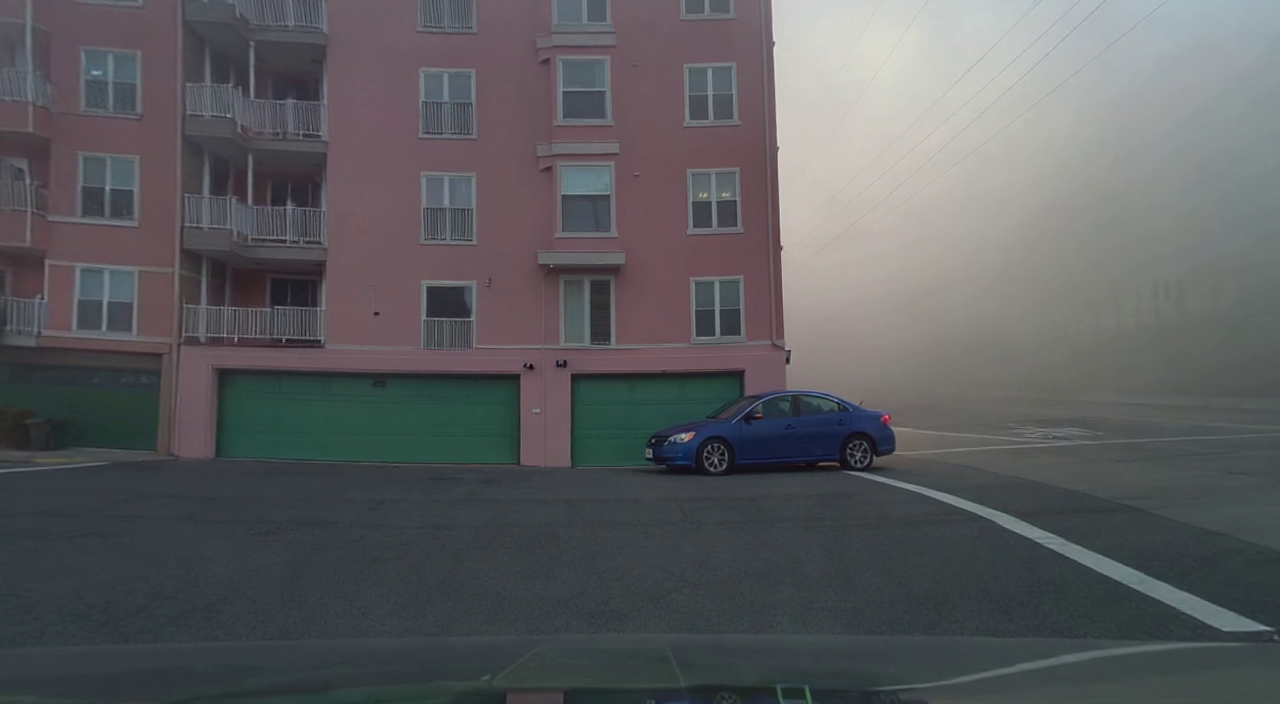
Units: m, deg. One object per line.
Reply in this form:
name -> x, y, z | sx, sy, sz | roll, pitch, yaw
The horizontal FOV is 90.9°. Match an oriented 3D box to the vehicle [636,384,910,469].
vehicle -> 2.282, 1.414, 11.835 | 4.697, 1.444, 1.825 | 0, -8, -1

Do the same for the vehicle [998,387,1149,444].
vehicle -> 15.582, 2.312, 22.831 | 3.905, 1.475, 2.057 | -7, -7, -4
